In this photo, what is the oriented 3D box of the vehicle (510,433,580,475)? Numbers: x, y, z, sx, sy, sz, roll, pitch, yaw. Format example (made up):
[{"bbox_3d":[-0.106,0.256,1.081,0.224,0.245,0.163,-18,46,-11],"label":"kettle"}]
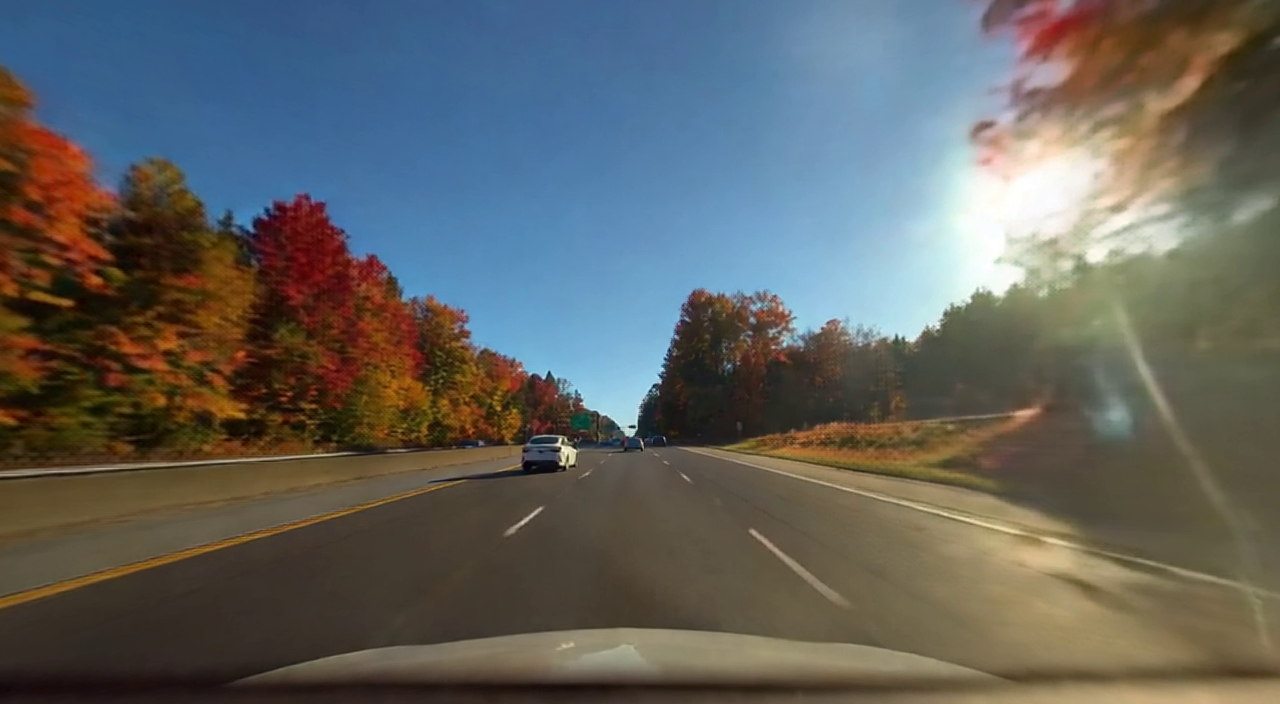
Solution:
[{"bbox_3d":[-3.646,4.009,24.983,2.103,1.507,4.367,0,-8,0],"label":"vehicle"}]
